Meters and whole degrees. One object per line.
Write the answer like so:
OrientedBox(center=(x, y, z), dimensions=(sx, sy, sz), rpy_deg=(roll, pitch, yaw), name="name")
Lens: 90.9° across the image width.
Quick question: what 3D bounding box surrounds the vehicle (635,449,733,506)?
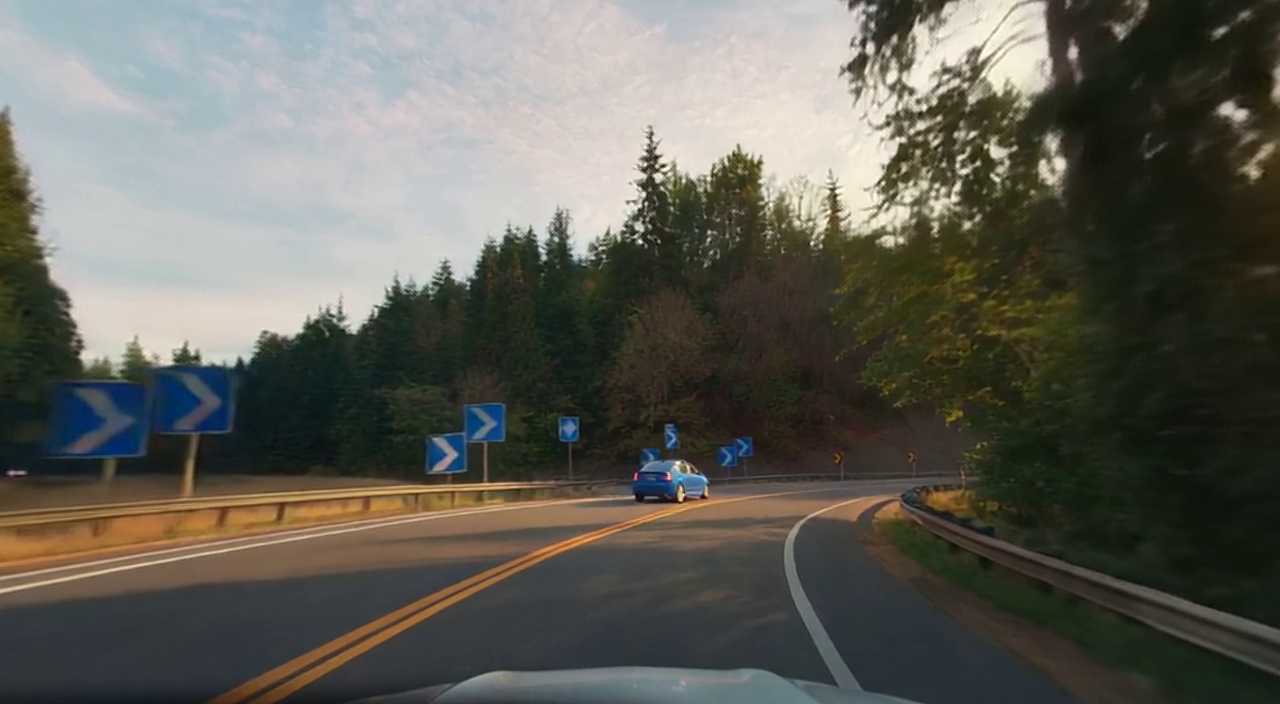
OrientedBox(center=(1.626, 4.243, 21.587), dimensions=(1.997, 1.692, 4.422), rpy_deg=(-4, -11, 23), name="vehicle")
